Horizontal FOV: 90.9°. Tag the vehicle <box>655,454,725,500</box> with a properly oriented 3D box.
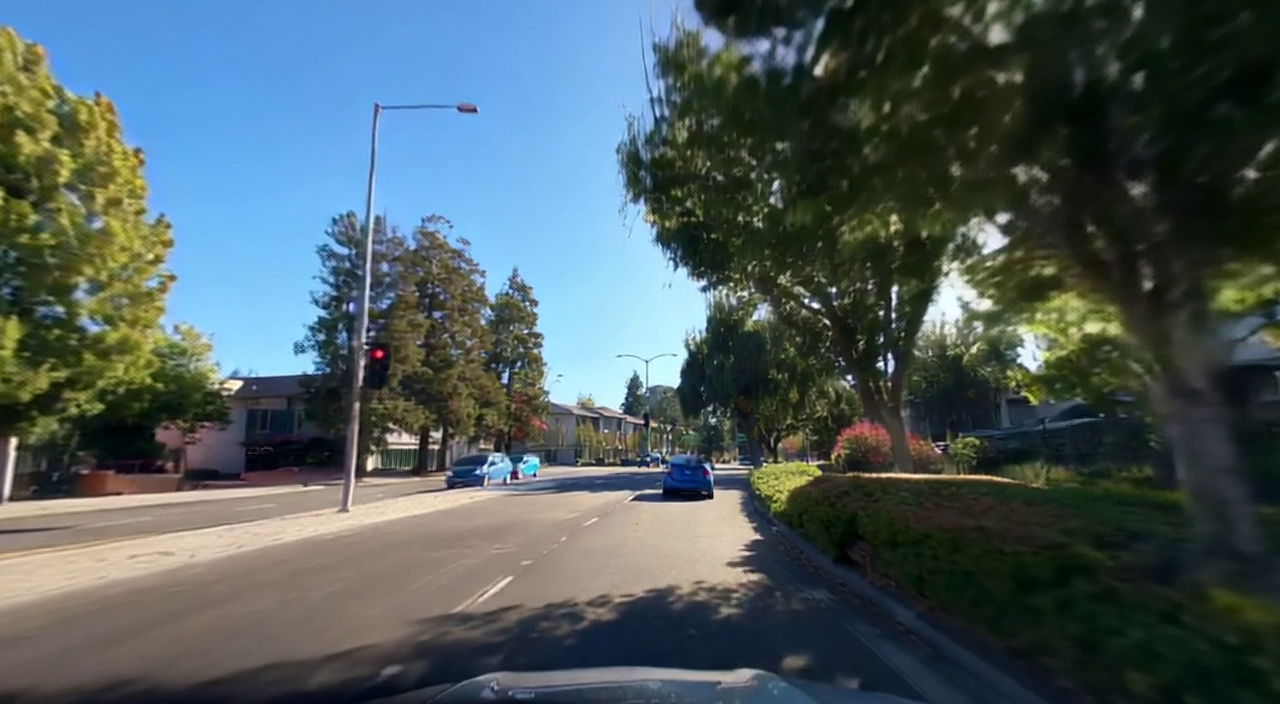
[{"bbox_3d":[1.804,4.062,20.850,1.972,1.250,5.282,0,-10,8],"label":"vehicle"}]

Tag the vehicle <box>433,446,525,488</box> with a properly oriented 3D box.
[{"bbox_3d":[-6.291,4.559,25.170,1.870,1.518,4.390,-1,-10,10],"label":"vehicle"}]
